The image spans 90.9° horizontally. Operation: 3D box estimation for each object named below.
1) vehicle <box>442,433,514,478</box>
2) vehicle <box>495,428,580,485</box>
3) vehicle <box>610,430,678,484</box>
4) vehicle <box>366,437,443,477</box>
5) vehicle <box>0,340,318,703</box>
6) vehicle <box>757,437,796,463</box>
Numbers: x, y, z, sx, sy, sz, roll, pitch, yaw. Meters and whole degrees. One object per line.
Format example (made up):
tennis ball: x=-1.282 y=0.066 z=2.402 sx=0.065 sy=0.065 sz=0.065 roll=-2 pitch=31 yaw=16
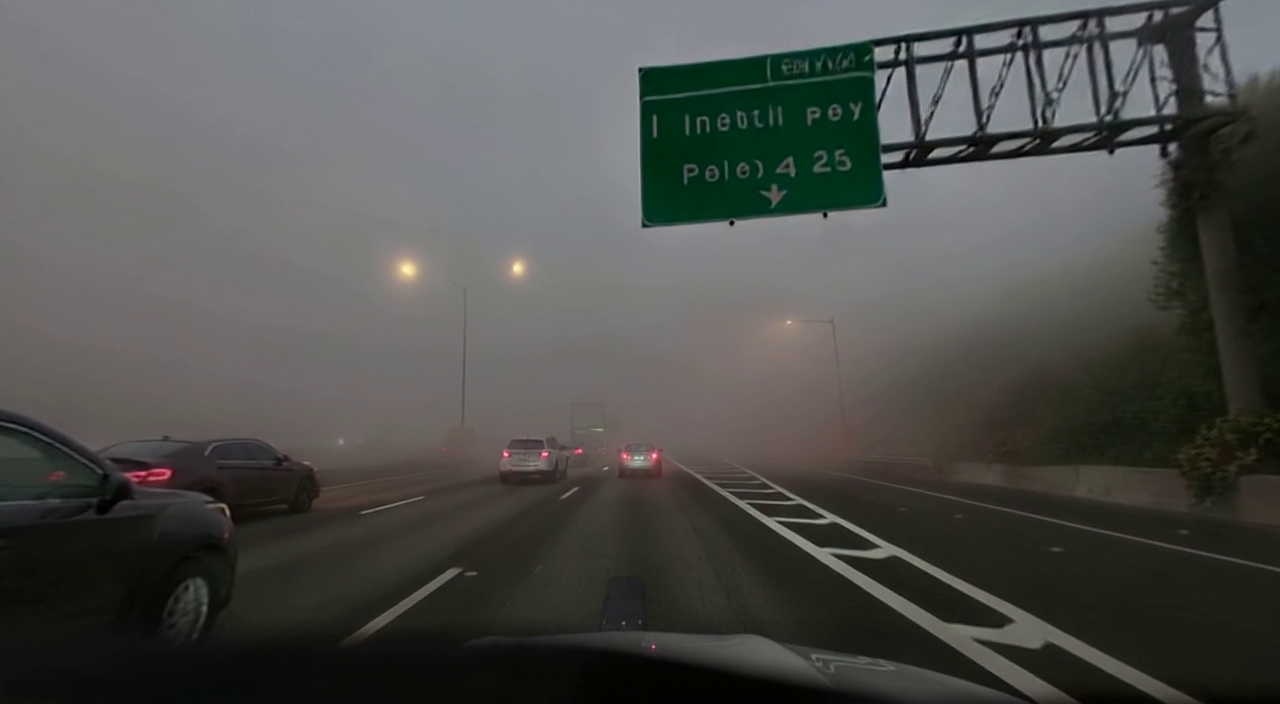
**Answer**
vehicle: x=-6.978 y=4.498 z=27.647 sx=1.998 sy=1.770 sz=4.222 roll=0 pitch=-8 yaw=0
vehicle: x=-3.515 y=3.686 z=22.503 sx=2.125 sy=1.792 sz=4.466 roll=0 pitch=-8 yaw=2
vehicle: x=0.144 y=3.643 z=22.123 sx=2.180 sy=1.716 sz=3.920 roll=0 pitch=-8 yaw=1
vehicle: x=-10.859 y=4.852 z=29.405 sx=1.894 sy=1.669 sz=4.251 roll=0 pitch=-8 yaw=0
vehicle: x=-3.455 y=0.828 z=2.346 sx=2.209 sy=1.711 sz=4.296 roll=0 pitch=-8 yaw=0
vehicle: x=9.769 y=7.014 z=45.345 sx=2.026 sy=1.718 sz=4.522 roll=-1 pitch=-8 yaw=4
